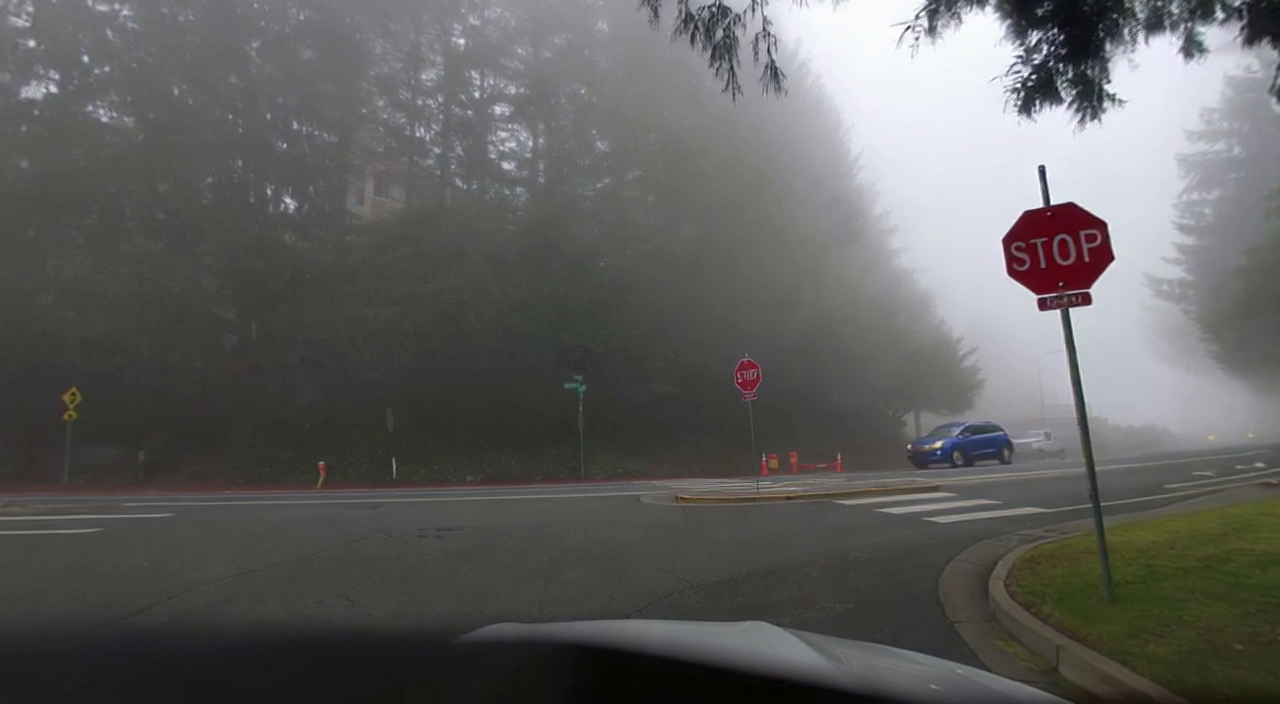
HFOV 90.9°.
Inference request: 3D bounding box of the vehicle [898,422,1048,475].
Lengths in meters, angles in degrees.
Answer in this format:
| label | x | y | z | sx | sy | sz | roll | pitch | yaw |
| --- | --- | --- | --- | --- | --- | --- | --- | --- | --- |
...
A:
| label | x | y | z | sx | sy | sz | roll | pitch | yaw |
| --- | --- | --- | --- | --- | --- | --- | --- | --- | --- |
| vehicle | 10.462 | 3.012 | 19.742 | 4.473 | 1.474 | 2.108 | 5 | -10 | -32 |
